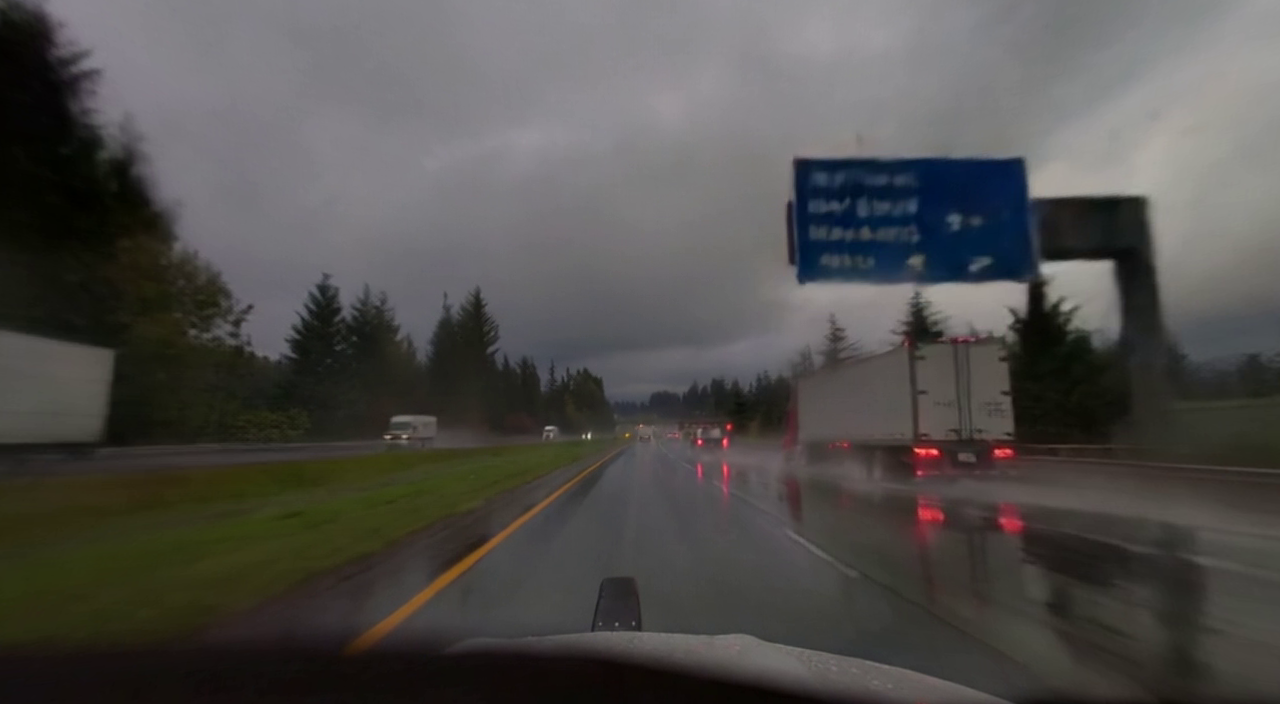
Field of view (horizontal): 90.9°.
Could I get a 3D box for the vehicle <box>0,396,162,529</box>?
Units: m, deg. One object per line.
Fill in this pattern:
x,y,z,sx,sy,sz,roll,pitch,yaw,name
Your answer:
-8.968,1.435,8.264,1.978,1.644,4.368,0,-7,-1,vehicle

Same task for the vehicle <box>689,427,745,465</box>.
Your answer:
3.585,4.474,30.206,2.011,1.672,4.415,0,-7,-2,vehicle

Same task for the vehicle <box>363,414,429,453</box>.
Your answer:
-17.017,5.767,44.374,2.368,2.548,5.444,0,-7,1,vehicle

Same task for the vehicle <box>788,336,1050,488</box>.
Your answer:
9.184,2.487,24.052,3.440,4.093,13.944,0,-7,-1,vehicle
